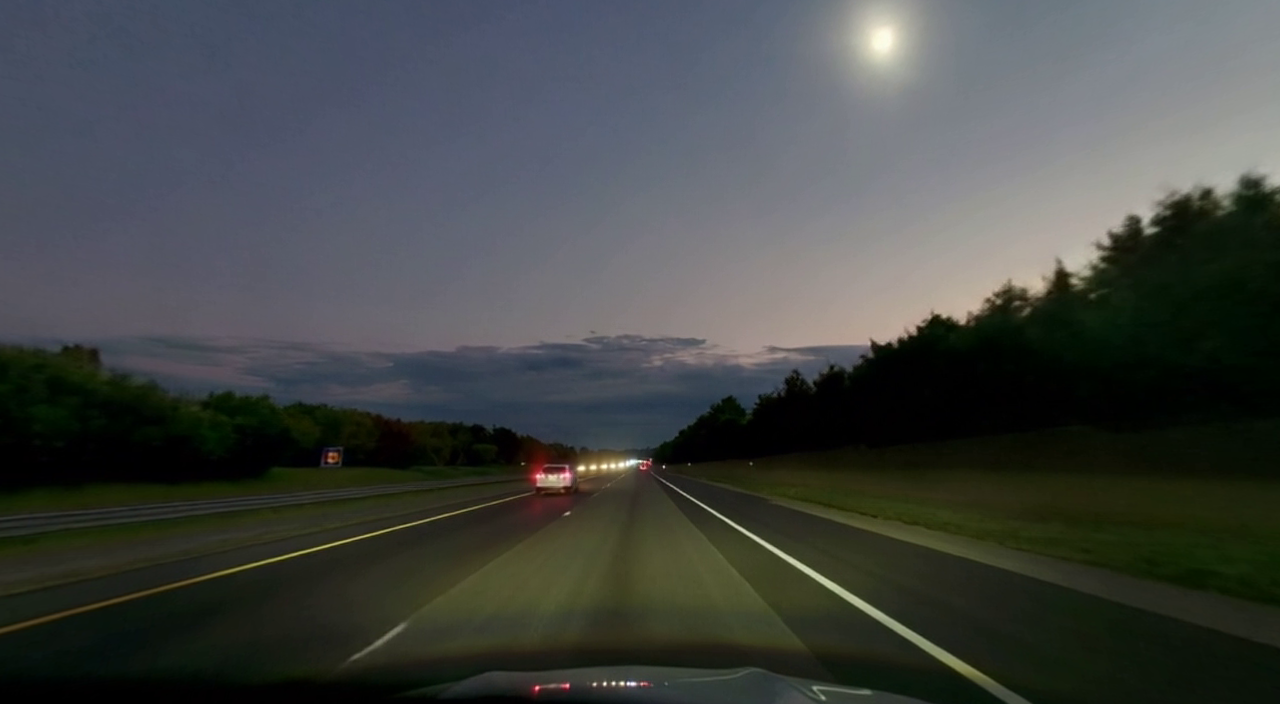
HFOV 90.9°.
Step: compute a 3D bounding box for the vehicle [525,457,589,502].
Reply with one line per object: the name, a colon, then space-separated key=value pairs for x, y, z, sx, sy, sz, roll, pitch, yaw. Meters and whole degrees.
vehicle: x=-3.162 y=4.984 z=24.839 sx=1.900 sy=1.550 sz=4.146 roll=1 pitch=-10 yaw=1
